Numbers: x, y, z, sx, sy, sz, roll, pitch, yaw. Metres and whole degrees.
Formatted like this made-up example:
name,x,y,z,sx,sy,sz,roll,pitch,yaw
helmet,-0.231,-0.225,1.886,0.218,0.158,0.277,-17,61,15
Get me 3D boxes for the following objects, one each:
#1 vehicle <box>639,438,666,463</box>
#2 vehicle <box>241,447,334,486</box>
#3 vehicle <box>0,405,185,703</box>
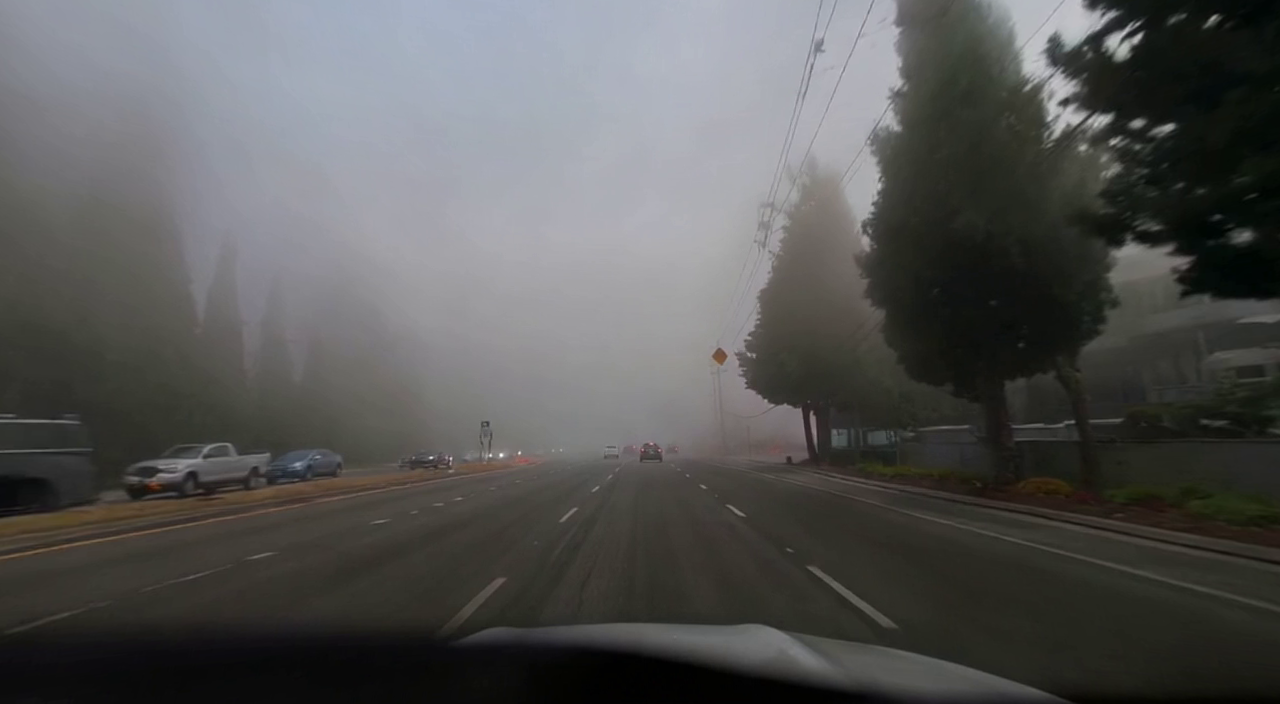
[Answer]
name,x,y,z,sx,sy,sz,roll,pitch,yaw
vehicle,0.951,7.643,48.985,2.060,1.845,4.151,0,-8,0
vehicle,-17.364,5.623,31.357,1.904,1.764,4.515,0,-8,1
vehicle,-3.147,0.674,0.389,2.087,1.480,4.825,0,-9,1
